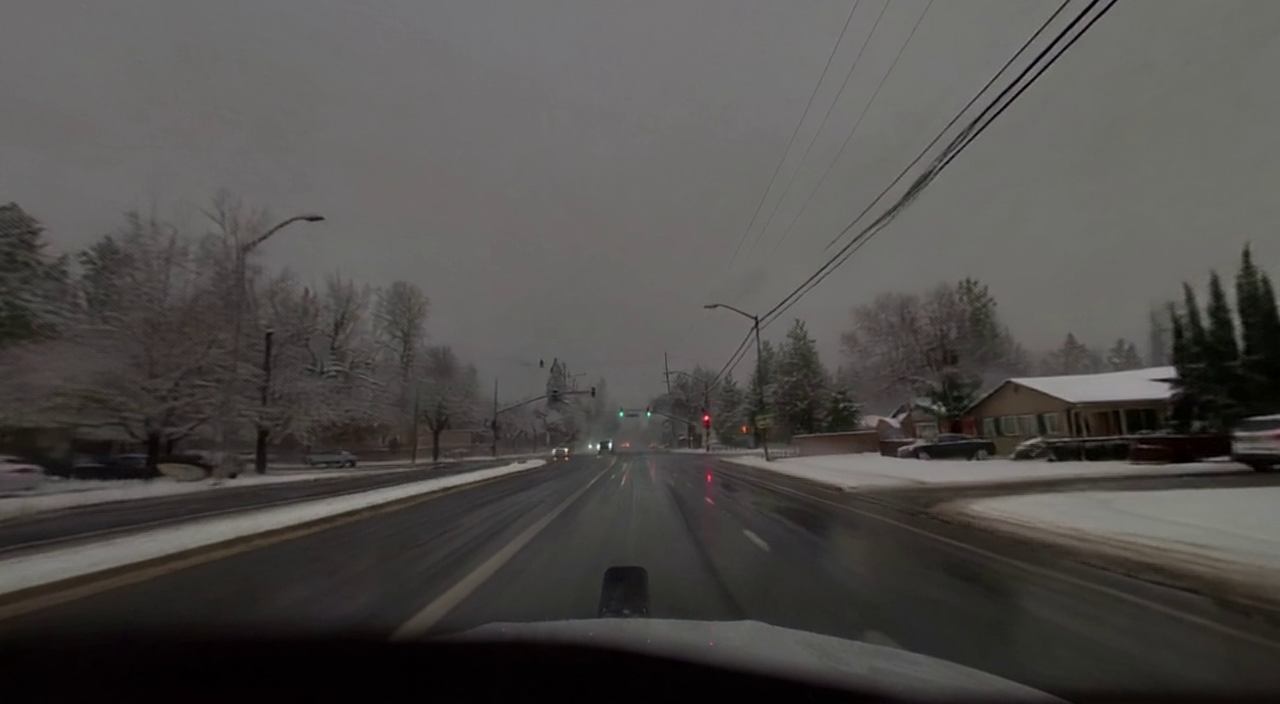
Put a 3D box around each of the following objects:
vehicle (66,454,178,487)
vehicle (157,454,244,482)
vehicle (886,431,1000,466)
[{"bbox_3d":[-22.730,5.189,27.754,3.348,1.380,1.584,1,-9,-6],"label":"vehicle"},{"bbox_3d":[-23.054,6.065,33.145,3.309,1.386,1.573,1,-9,-7],"label":"vehicle"},{"bbox_3d":[15.137,4.854,31.728,4.625,1.467,1.991,-3,-8,2],"label":"vehicle"}]
